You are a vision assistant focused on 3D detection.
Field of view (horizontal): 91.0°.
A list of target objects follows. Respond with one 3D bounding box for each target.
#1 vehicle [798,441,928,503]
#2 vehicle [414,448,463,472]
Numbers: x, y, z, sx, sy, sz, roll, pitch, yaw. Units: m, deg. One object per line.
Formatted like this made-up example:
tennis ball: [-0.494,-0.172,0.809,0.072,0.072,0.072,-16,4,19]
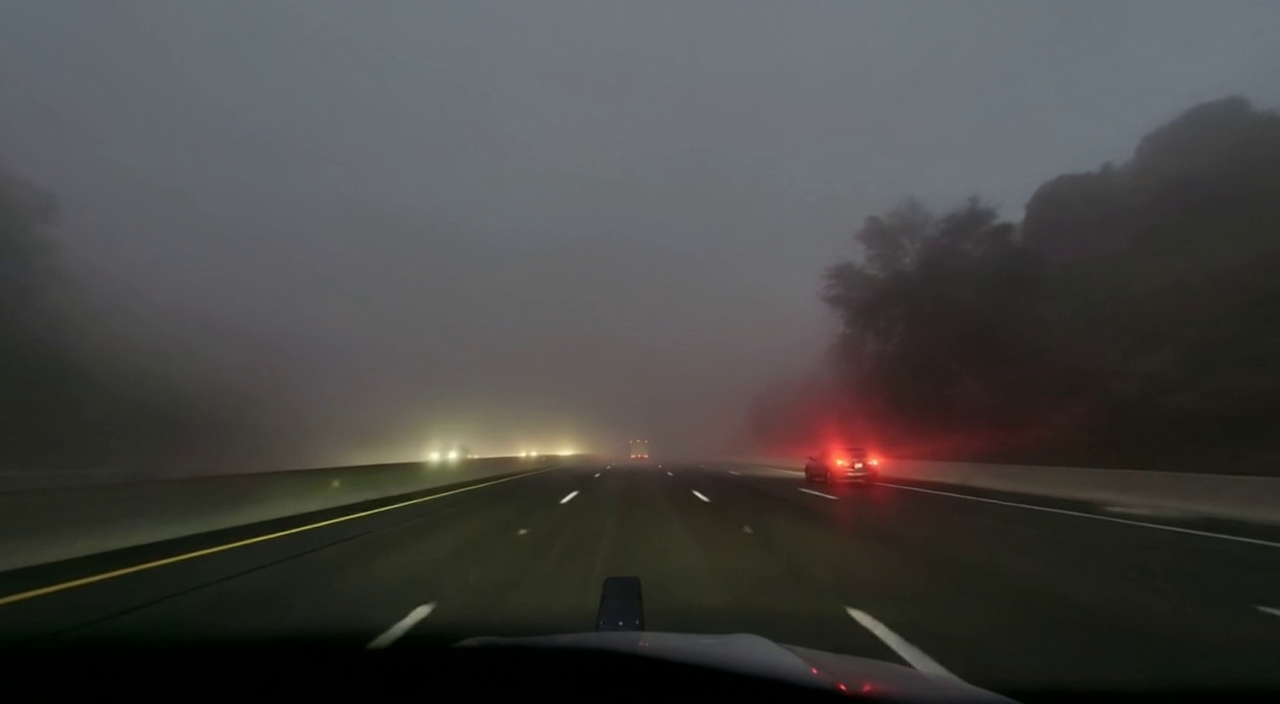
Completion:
vehicle: [5.982,3.258,17.513,1.976,1.495,4.217,0,-9,-1]
vehicle: [-14.560,7.774,45.720,2.014,1.633,4.543,0,-9,0]
